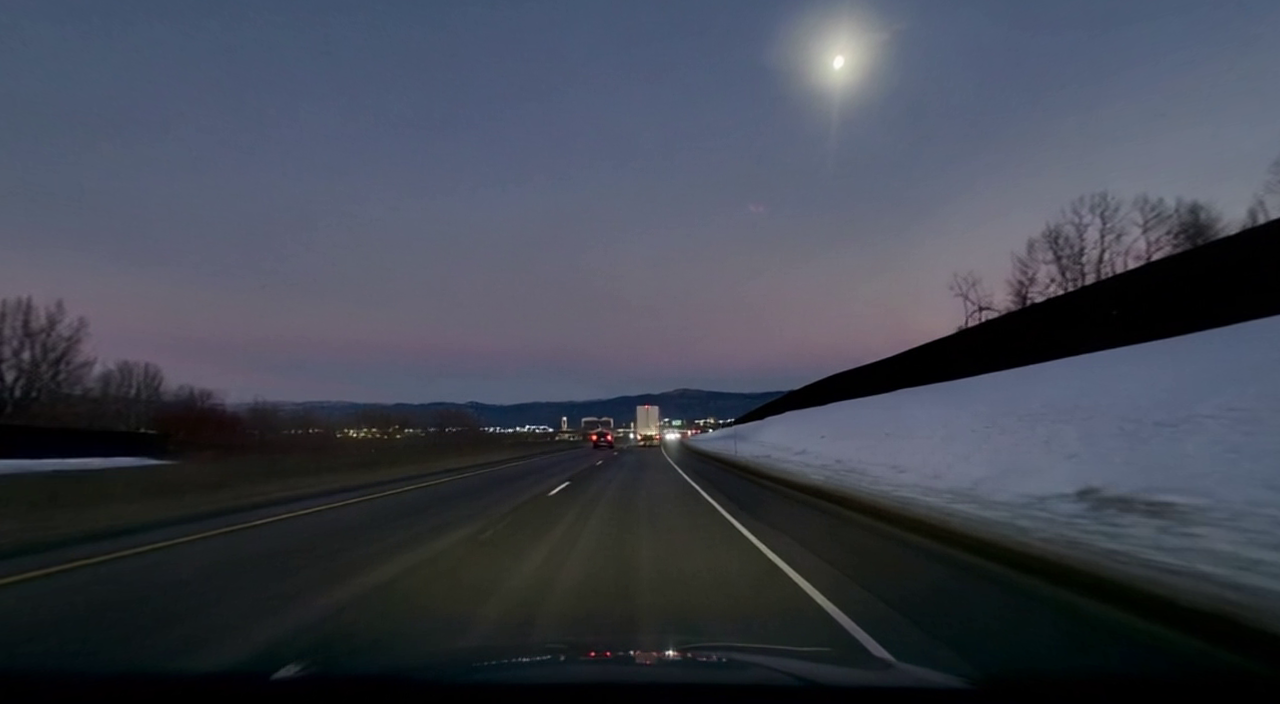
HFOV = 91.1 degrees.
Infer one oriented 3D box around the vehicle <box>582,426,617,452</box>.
[{"bbox_3d":[-2.749,5.983,43.187,2.018,1.678,4.312,0,-8,1],"label":"vehicle"}]
